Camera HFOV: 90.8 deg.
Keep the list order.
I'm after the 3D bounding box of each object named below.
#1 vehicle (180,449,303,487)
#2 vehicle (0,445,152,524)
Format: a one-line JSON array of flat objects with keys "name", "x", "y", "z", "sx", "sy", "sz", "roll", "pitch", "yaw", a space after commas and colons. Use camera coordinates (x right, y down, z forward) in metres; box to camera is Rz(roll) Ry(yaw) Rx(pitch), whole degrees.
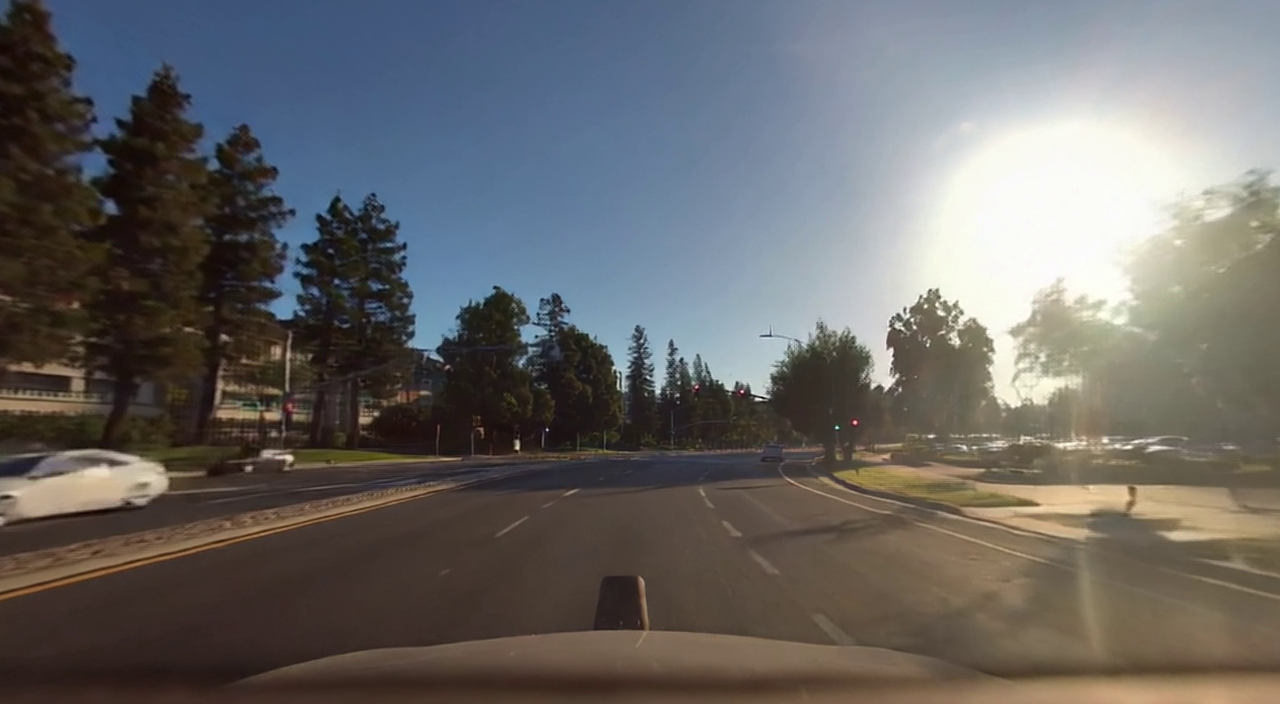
[{"name": "vehicle", "x": -17.198, "y": 4.993, "z": 27.639, "sx": 1.975, "sy": 1.500, "sz": 4.814, "roll": -1, "pitch": -9, "yaw": 4}, {"name": "vehicle", "x": -14.882, "y": 3.162, "z": 15.546, "sx": 2.080, "sy": 1.695, "sz": 4.454, "roll": -1, "pitch": -9, "yaw": 1}]
